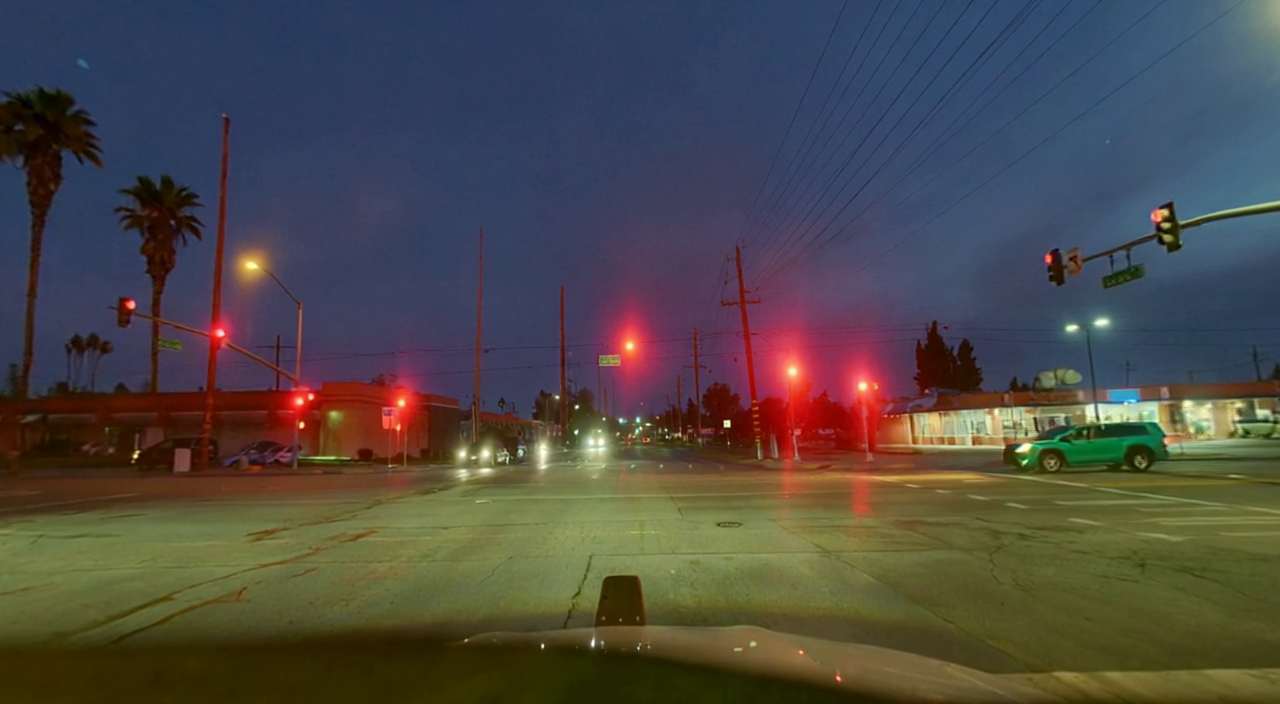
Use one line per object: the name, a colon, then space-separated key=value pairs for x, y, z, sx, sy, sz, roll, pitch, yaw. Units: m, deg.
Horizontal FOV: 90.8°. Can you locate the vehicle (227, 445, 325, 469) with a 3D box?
vehicle: x=-22.315 y=6.436 z=38.837 sx=4.849 sy=1.444 sz=1.881 roll=0 pitch=-8 yaw=1

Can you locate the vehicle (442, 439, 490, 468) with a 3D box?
vehicle: x=-11.966 y=6.989 z=43.794 sx=2.016 sy=1.717 sz=4.287 roll=0 pitch=-6 yaw=1

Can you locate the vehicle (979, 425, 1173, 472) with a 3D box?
vehicle: x=14.422 y=3.228 z=21.172 sx=4.918 sy=1.479 sz=1.897 roll=-1 pitch=-9 yaw=7

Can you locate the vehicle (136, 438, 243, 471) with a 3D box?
vehicle: x=-25.917 y=5.924 z=36.466 sx=4.613 sy=1.820 sz=2.021 roll=-1 pitch=-9 yaw=3
